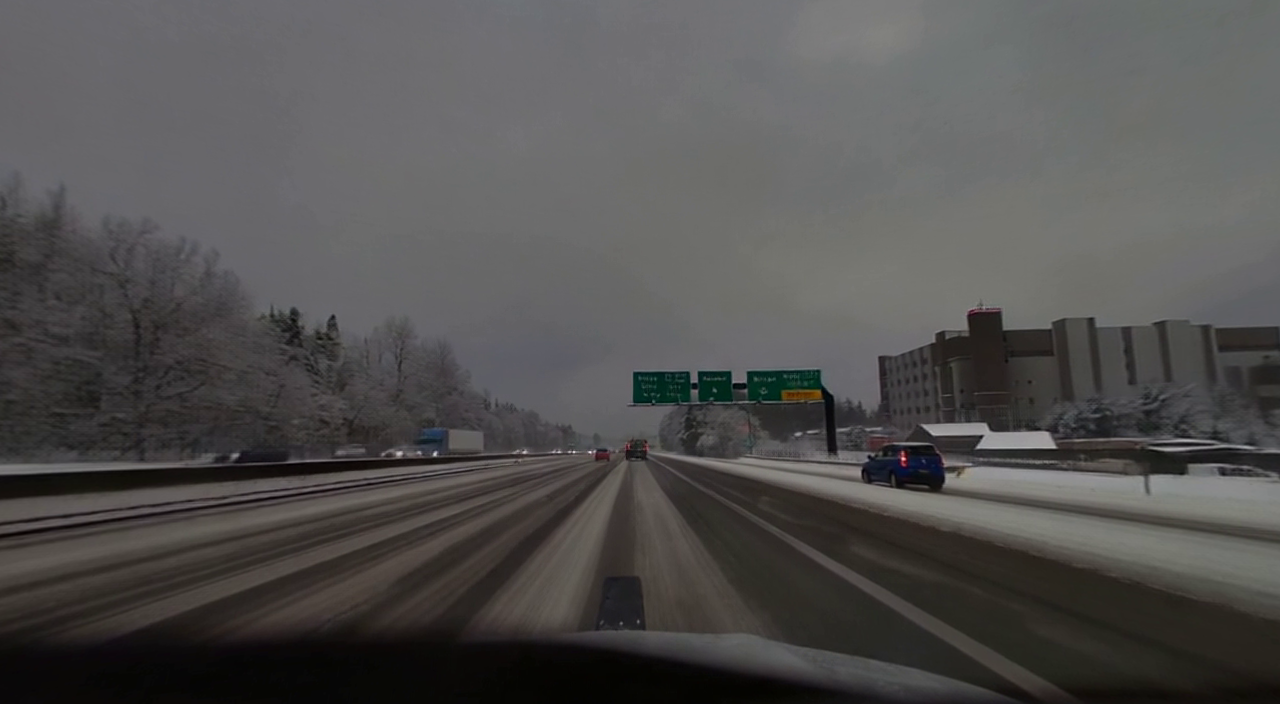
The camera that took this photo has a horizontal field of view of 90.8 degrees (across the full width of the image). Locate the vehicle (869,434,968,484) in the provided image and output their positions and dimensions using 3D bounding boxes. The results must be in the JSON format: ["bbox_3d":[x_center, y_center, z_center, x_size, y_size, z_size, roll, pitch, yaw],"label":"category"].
[{"bbox_3d":[14.162,5.485,32.522,2.411,2.326,5.300,0,-9,-3],"label":"vehicle"}]

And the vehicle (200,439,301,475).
[{"bbox_3d":[-20.206,5.473,33.074,2.109,1.684,5.028,0,-9,-1],"label":"vehicle"}]
